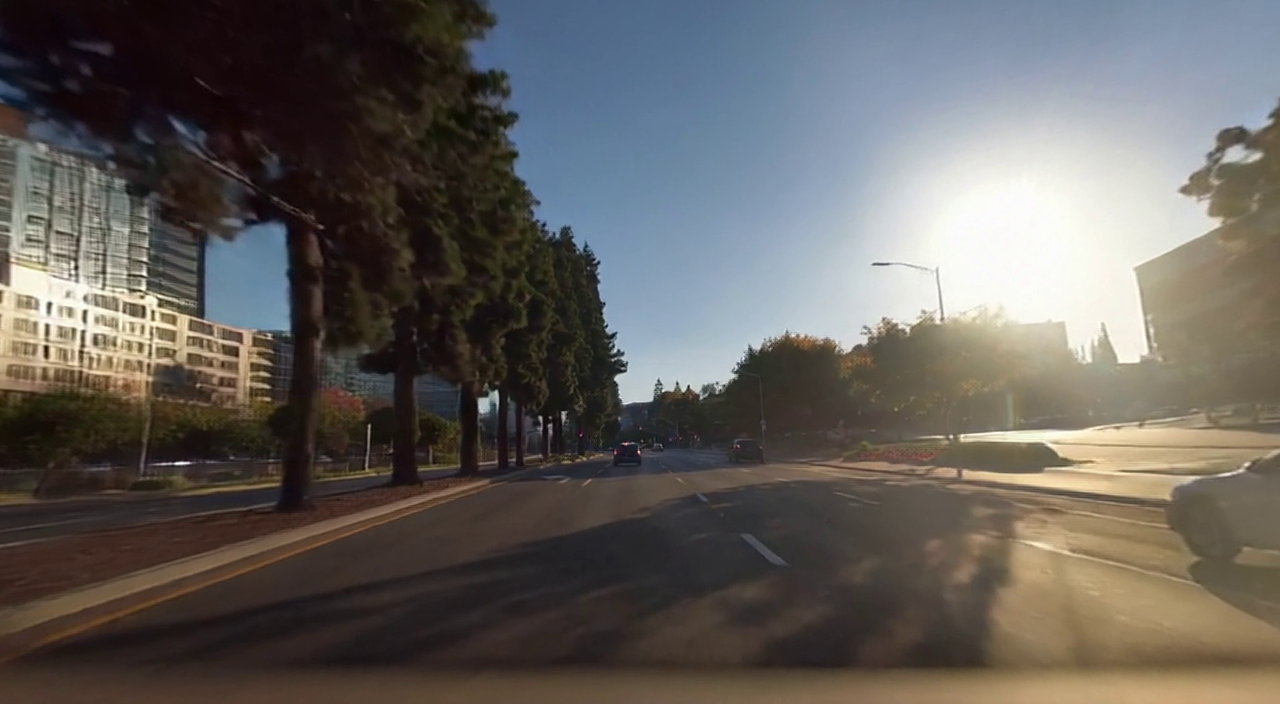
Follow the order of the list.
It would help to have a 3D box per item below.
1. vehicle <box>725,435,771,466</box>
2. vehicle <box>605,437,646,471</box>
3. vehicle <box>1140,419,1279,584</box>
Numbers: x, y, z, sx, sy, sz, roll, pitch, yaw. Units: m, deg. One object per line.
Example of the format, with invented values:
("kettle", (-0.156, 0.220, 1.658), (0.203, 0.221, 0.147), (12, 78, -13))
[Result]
("vehicle", (6.739, 6.210, 39.864), (2.026, 1.804, 4.565), (0, -8, -1))
("vehicle", (-0.763, 5.778, 35.981), (2.193, 1.794, 4.457), (0, -8, 0))
("vehicle", (6.827, 1.239, 5.001), (2.139, 1.471, 4.393), (0, -8, 0))
